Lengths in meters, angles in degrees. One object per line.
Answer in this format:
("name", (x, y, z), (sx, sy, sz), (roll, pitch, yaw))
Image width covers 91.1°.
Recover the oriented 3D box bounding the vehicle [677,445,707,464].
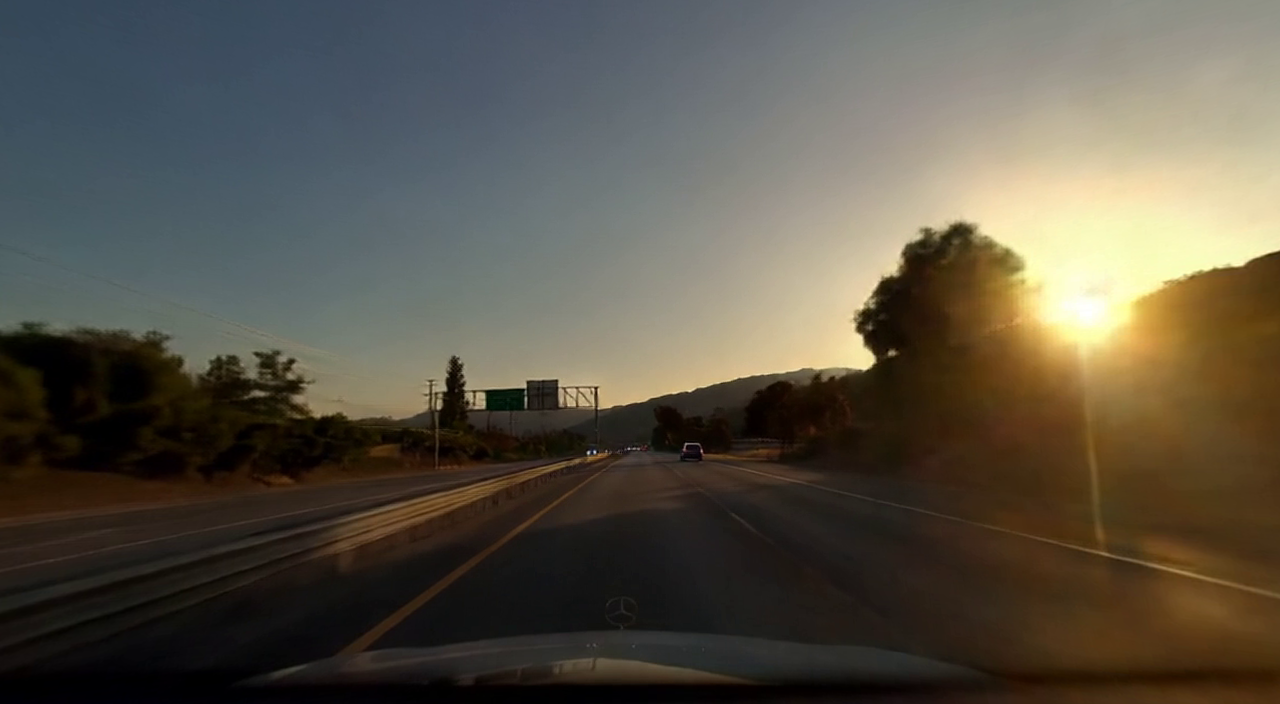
("vehicle", (3.981, 7.910, 48.499), (1.923, 1.408, 3.835), (0, -9, -1))
